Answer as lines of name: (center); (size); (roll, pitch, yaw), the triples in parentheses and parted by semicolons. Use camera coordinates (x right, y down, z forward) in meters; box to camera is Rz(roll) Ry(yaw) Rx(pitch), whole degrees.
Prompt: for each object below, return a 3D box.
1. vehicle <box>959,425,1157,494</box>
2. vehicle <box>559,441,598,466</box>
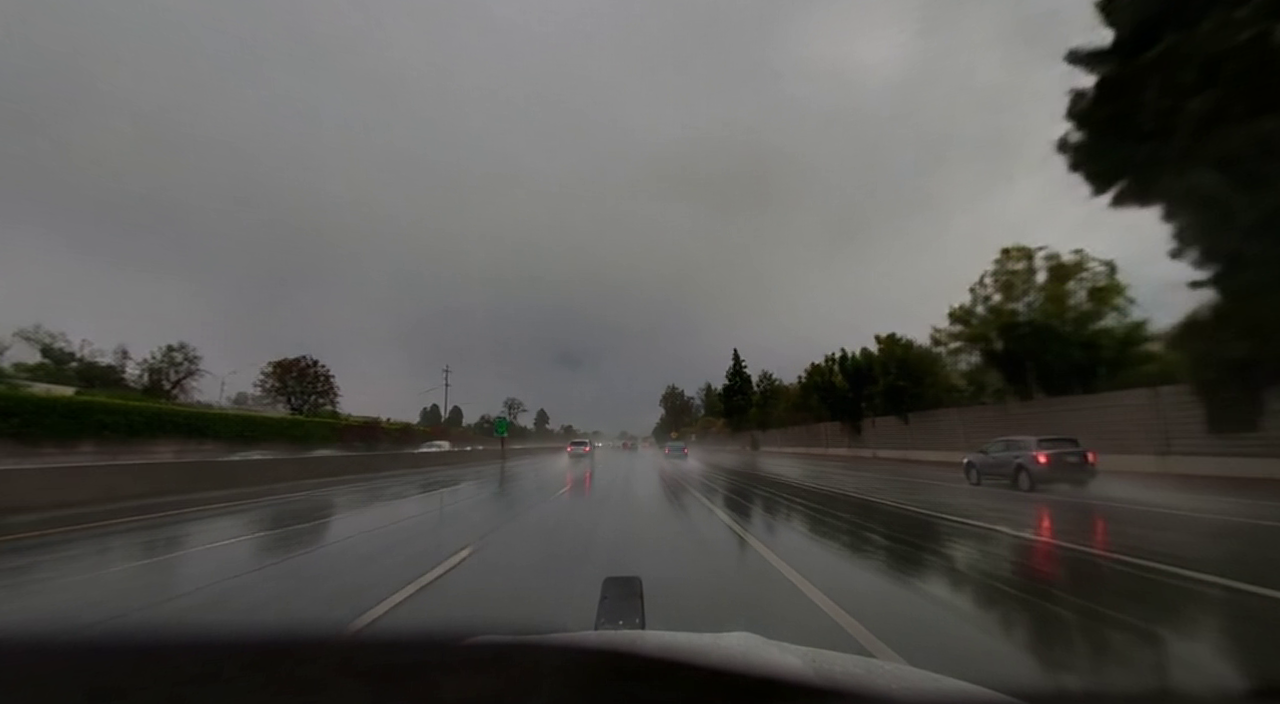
vehicle: (12.169, 3.164, 19.019); (2.344, 1.783, 5.196); (0, -8, -1)
vehicle: (-3.883, 6.505, 40.749); (2.052, 1.510, 4.301); (0, -8, 0)
